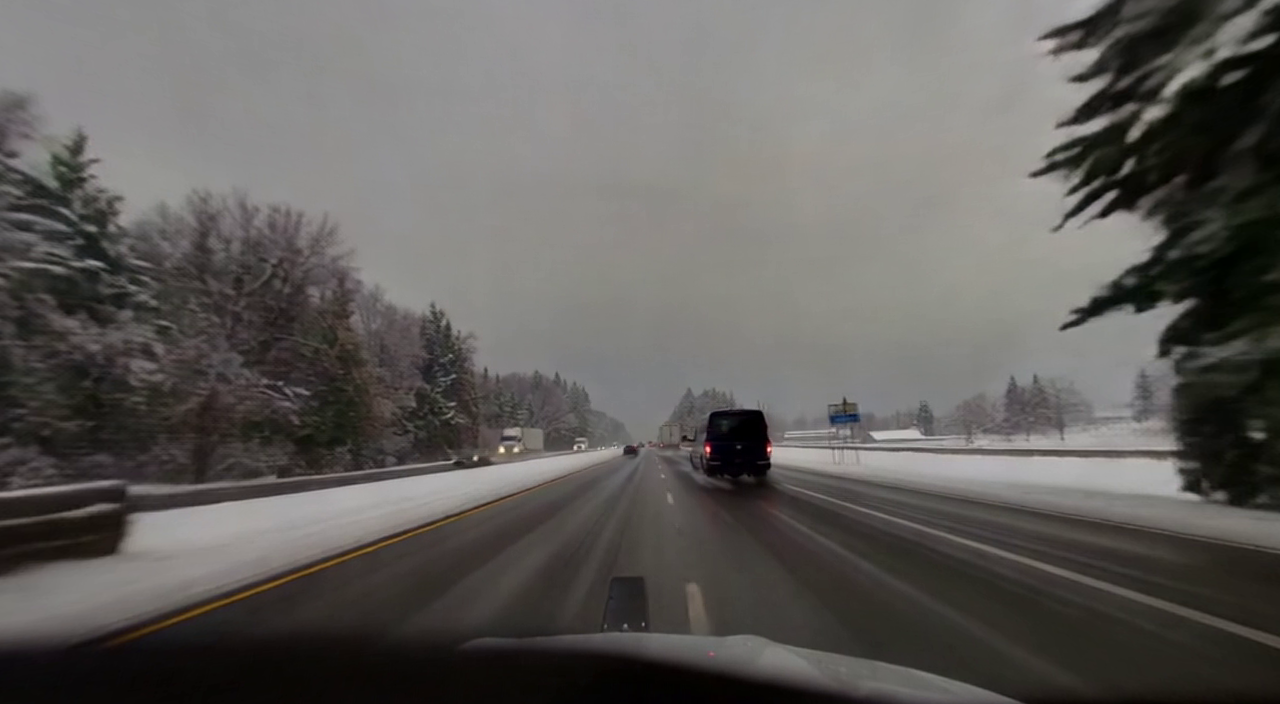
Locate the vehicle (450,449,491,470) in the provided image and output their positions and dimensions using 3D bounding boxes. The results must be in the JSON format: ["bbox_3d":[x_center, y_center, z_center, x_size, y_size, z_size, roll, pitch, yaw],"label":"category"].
[{"bbox_3d":[-12.449,7.919,46.501,1.737,1.450,4.343,0,-8,1],"label":"vehicle"}]

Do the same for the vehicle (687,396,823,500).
[{"bbox_3d":[2.948,2.725,18.072,2.677,2.439,6.402,0,-8,0],"label":"vehicle"}]
